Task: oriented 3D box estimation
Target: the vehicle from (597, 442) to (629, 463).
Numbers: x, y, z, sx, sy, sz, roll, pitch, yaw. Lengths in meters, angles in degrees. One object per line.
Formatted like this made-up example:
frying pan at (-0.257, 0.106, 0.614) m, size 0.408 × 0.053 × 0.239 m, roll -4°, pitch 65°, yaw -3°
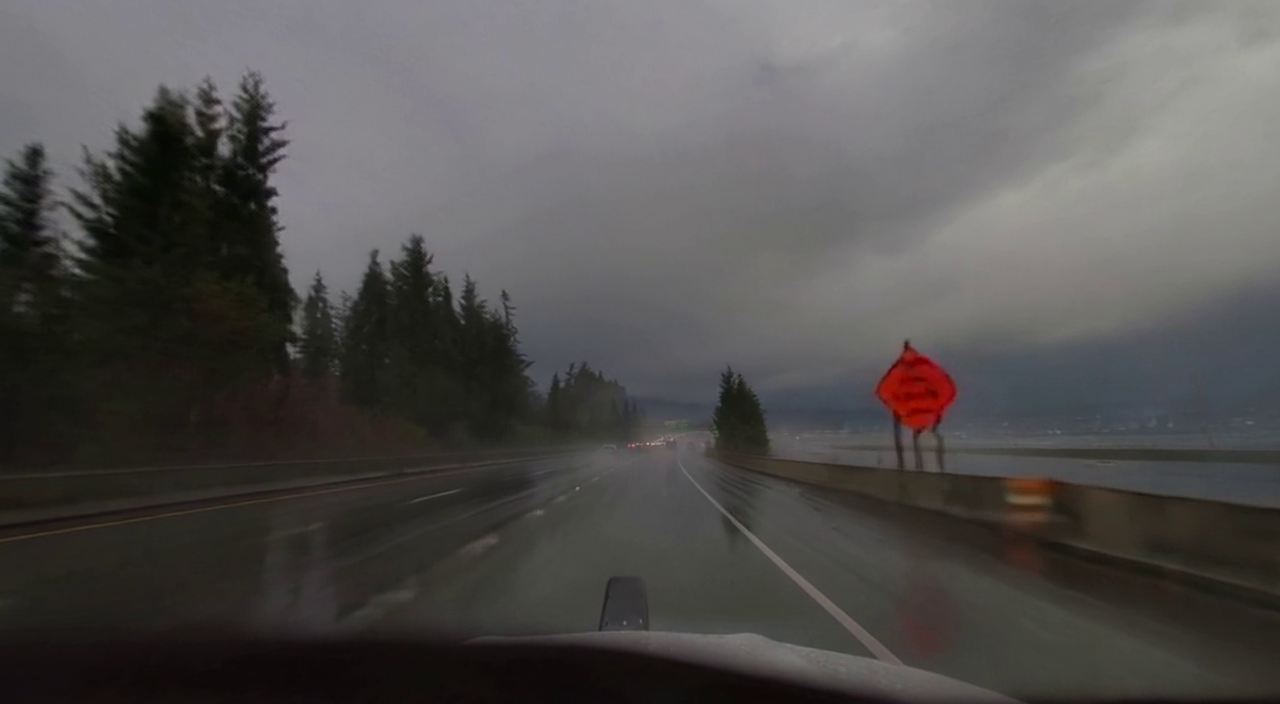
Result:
vehicle at (-2.013, 7.574, 47.650) m, size 2.118 × 1.475 × 4.263 m, roll -1°, pitch -8°, yaw 2°
